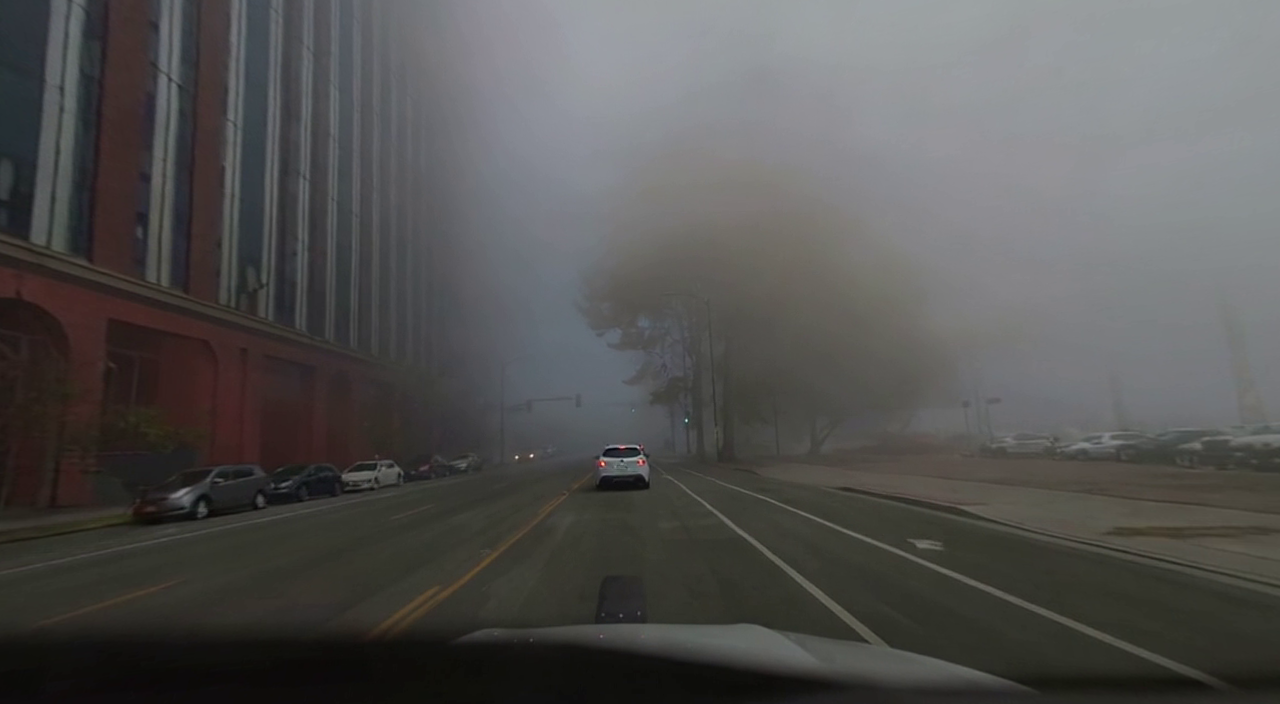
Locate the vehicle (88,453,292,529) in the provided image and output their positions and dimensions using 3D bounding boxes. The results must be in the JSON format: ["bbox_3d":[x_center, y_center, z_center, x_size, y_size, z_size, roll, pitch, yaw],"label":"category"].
[{"bbox_3d":[-11.975,3.676,17.359,2.077,1.732,4.704,0,-8,0],"label":"vehicle"}]

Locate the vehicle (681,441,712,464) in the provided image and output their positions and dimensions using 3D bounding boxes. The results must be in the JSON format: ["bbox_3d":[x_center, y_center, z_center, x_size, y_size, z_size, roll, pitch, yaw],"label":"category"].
[{"bbox_3d":[4.257,7.620,48.219,1.924,1.645,4.528,-1,-8,-1],"label":"vehicle"}]

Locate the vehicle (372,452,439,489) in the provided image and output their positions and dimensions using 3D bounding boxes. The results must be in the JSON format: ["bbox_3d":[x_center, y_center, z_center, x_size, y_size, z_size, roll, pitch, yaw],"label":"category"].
[{"bbox_3d":[-12.171,6.133,33.046,1.976,1.577,4.091,-4,-8,-1],"label":"vehicle"}]

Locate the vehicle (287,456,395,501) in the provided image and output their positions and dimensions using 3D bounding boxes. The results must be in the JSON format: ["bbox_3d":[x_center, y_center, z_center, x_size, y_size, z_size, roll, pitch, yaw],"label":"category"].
[{"bbox_3d":[-11.855,5.015,25.506,1.991,1.507,4.879,0,-8,0],"label":"vehicle"}]

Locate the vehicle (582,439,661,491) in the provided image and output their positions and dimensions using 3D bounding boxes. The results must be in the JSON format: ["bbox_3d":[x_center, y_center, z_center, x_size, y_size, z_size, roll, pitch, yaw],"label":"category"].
[{"bbox_3d":[-0.548,3.561,20.234,2.269,1.479,3.980,0,-8,-1],"label":"vehicle"}]

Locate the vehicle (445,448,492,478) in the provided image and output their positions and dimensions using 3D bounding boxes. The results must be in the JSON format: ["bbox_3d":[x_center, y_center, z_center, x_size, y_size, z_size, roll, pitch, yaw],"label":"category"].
[{"bbox_3d":[-12.160,7.846,45.123,2.090,1.784,4.832,-4,-8,-2],"label":"vehicle"}]
